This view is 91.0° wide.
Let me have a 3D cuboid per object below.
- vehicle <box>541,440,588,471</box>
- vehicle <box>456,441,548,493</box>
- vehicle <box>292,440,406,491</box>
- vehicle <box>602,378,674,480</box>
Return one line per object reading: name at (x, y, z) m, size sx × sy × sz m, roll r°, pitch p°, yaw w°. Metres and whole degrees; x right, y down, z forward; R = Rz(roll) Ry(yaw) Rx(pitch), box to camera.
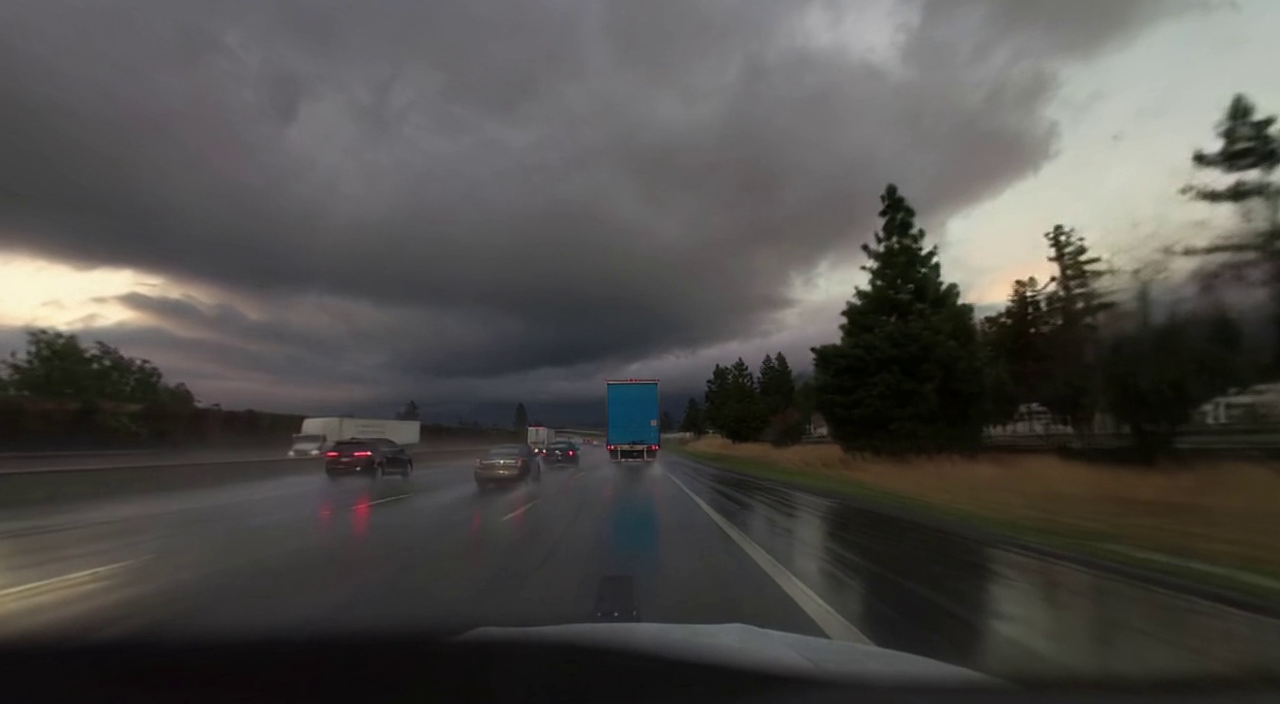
vehicle at (-4.267, 5.913, 36.174) m, size 2.158 × 1.680 × 4.087 m, roll 0°, pitch -8°, yaw 1°
vehicle at (-4.524, 3.819, 21.317) m, size 2.164 × 1.582 × 3.979 m, roll 0°, pitch -8°, yaw 1°
vehicle at (-9.943, 3.870, 21.940) m, size 1.952 × 1.590 × 4.090 m, roll -1°, pitch -8°, yaw 1°
vehicle at (-0.356, 3.860, 30.919) m, size 2.913 × 4.113 × 10.724 m, roll 0°, pitch -8°, yaw -3°
